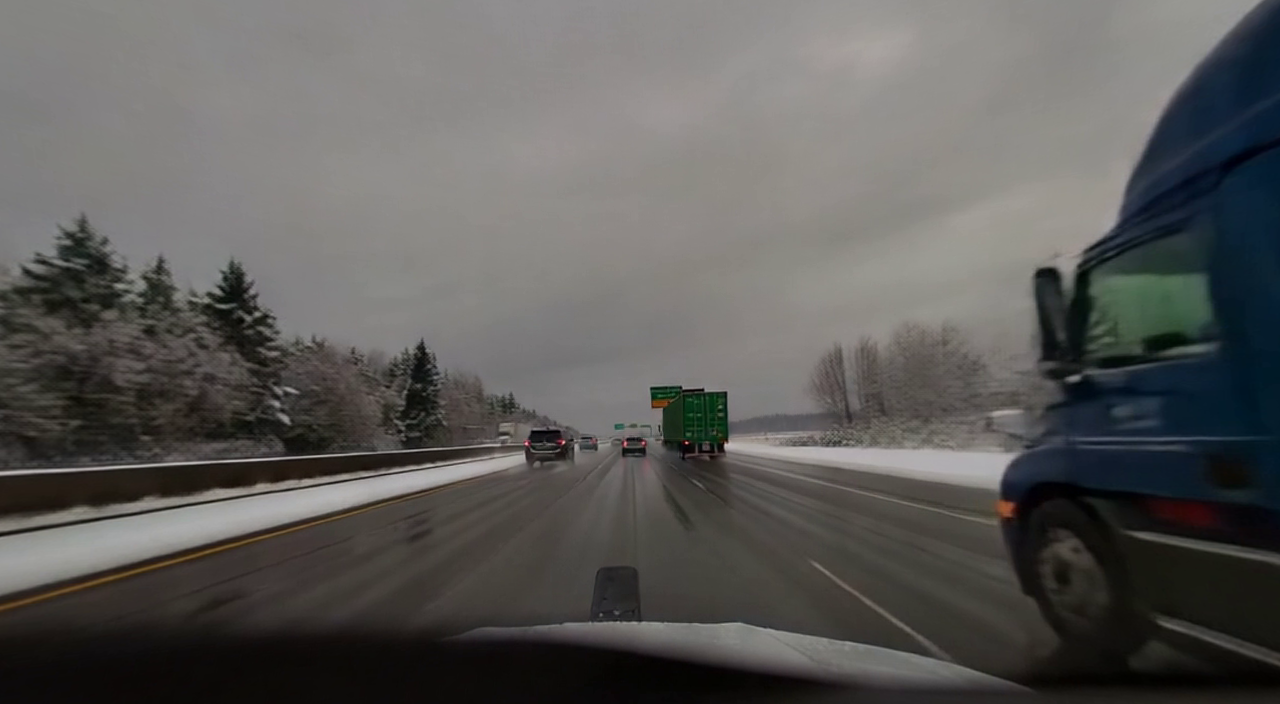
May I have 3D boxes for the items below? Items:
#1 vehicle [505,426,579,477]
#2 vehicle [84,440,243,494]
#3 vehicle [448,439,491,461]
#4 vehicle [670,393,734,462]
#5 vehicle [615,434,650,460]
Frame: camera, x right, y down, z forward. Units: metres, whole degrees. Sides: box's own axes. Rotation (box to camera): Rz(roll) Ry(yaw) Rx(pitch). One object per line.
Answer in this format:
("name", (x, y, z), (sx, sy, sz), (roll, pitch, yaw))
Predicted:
("vehicle", (-3.513, 3.654, 23.395), (2.054, 1.671, 4.445), (0, -8, 0))
("vehicle", (-15.570, 3.731, 20.910), (1.889, 1.586, 4.369), (0, -8, -1))
("vehicle", (-12.911, 7.438, 47.888), (1.954, 1.527, 4.652), (0, -8, 0))
("vehicle", (3.650, 4.736, 39.212), (2.883, 3.836, 7.894), (0, -8, -2))
("vehicle", (-0.502, 5.939, 39.460), (2.088, 1.567, 4.240), (0, -8, -1))
